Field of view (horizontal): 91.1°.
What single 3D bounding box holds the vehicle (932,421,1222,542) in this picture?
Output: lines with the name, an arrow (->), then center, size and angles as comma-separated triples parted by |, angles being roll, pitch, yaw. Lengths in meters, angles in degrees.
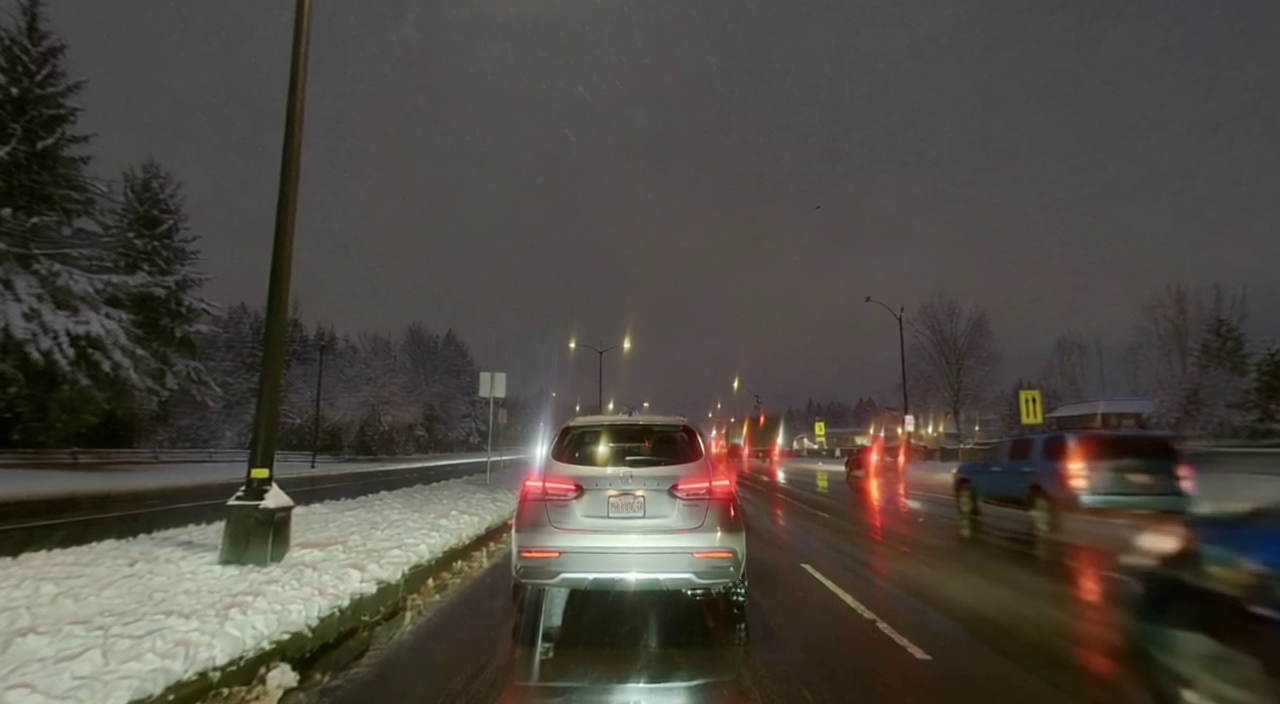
vehicle -> 7.193, 2.148, 11.069 | 2.024, 1.707, 4.248 | 0, -8, 0

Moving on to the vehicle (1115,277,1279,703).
vehicle -> 3.571, 0.401, 0.342 | 2.388, 1.932, 5.410 | 0, -8, 0

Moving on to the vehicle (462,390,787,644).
vehicle -> -0.150, 1.405, 6.330 | 2.172, 1.694, 4.055 | 0, -8, -1

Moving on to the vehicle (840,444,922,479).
vehicle -> 11.121, 5.053, 29.316 | 1.998, 1.527, 4.489 | 0, -8, 0
